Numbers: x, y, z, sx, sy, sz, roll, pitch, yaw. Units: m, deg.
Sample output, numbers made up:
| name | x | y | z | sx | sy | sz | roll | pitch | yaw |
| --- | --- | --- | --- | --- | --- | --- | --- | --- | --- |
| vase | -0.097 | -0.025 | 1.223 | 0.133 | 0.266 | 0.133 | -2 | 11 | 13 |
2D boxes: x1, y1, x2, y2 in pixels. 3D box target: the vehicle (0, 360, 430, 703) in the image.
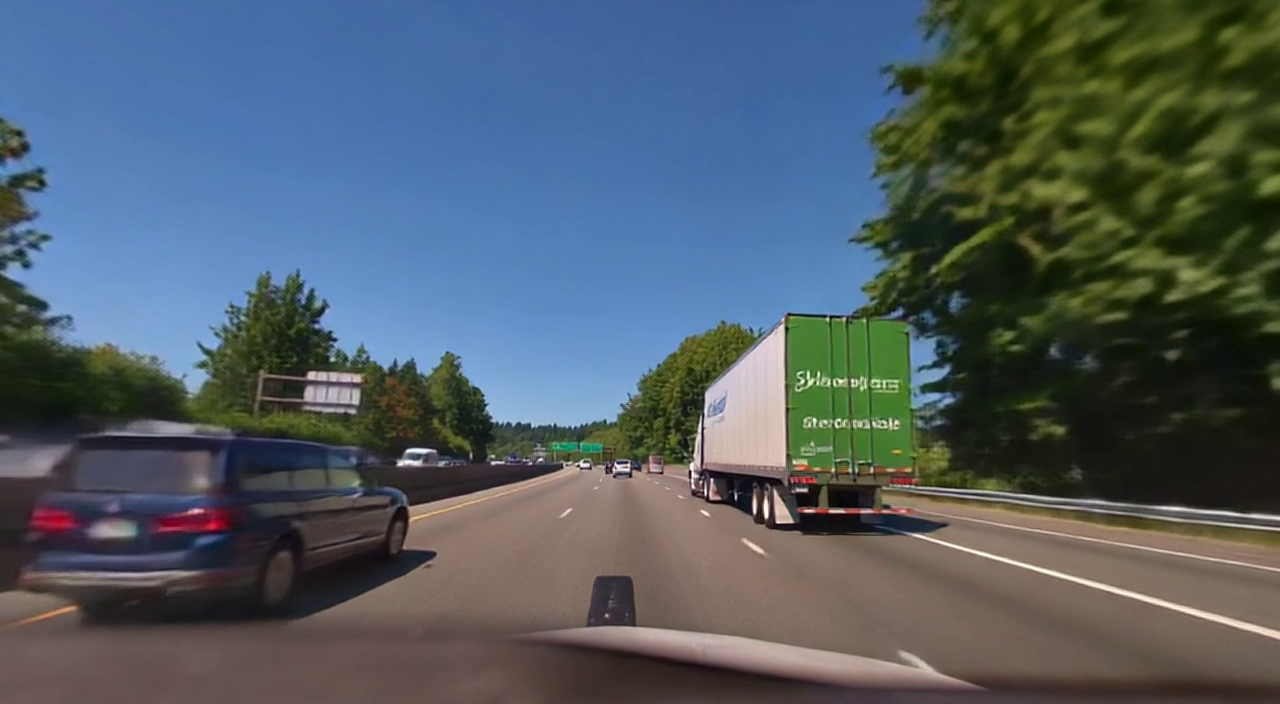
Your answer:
| name | x | y | z | sx | sy | sz | roll | pitch | yaw |
| --- | --- | --- | --- | --- | --- | --- | --- | --- | --- |
| vehicle | -3.571 | 1.323 | 5.166 | 2.070 | 1.775 | 4.646 | 1 | -10 | 0 |

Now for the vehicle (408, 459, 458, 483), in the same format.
| name | x | y | z | sx | sy | sz | roll | pitch | yaw |
| --- | --- | --- | --- | --- | --- | --- | --- | --- | --- |
| vehicle | -13.785 | 7.964 | 42.212 | 1.863 | 1.466 | 4.421 | 1 | -10 | -1 |

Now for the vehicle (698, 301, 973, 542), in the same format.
| name | x | y | z | sx | sy | sz | roll | pitch | yaw |
| --- | --- | --- | --- | --- | --- | --- | --- | --- | --- |
| vehicle | 4.096 | 2.444 | 18.262 | 2.992 | 4.300 | 13.967 | 1 | -10 | -2 |
